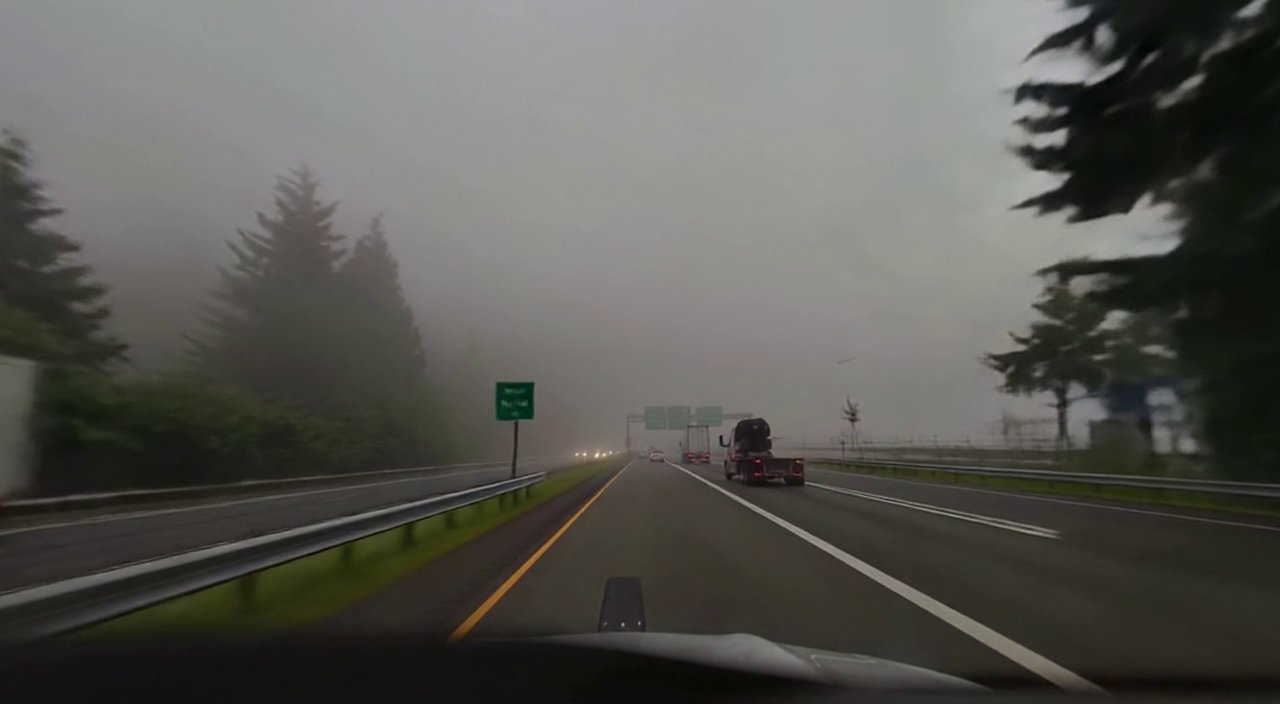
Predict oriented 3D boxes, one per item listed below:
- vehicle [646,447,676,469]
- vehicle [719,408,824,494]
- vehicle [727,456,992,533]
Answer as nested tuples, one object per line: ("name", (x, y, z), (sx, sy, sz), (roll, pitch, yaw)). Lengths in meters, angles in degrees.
("vehicle", (1.445, 7.502, 44.718), (2.049, 1.500, 3.790), (0, -9, 1))
("vehicle", (4.670, 3.677, 23.682), (2.569, 2.783, 5.984), (0, -9, -1))
("vehicle", (4.681, 3.533, 17.426), (2.472, 1.036, 13.239), (-2, -9, -1))
